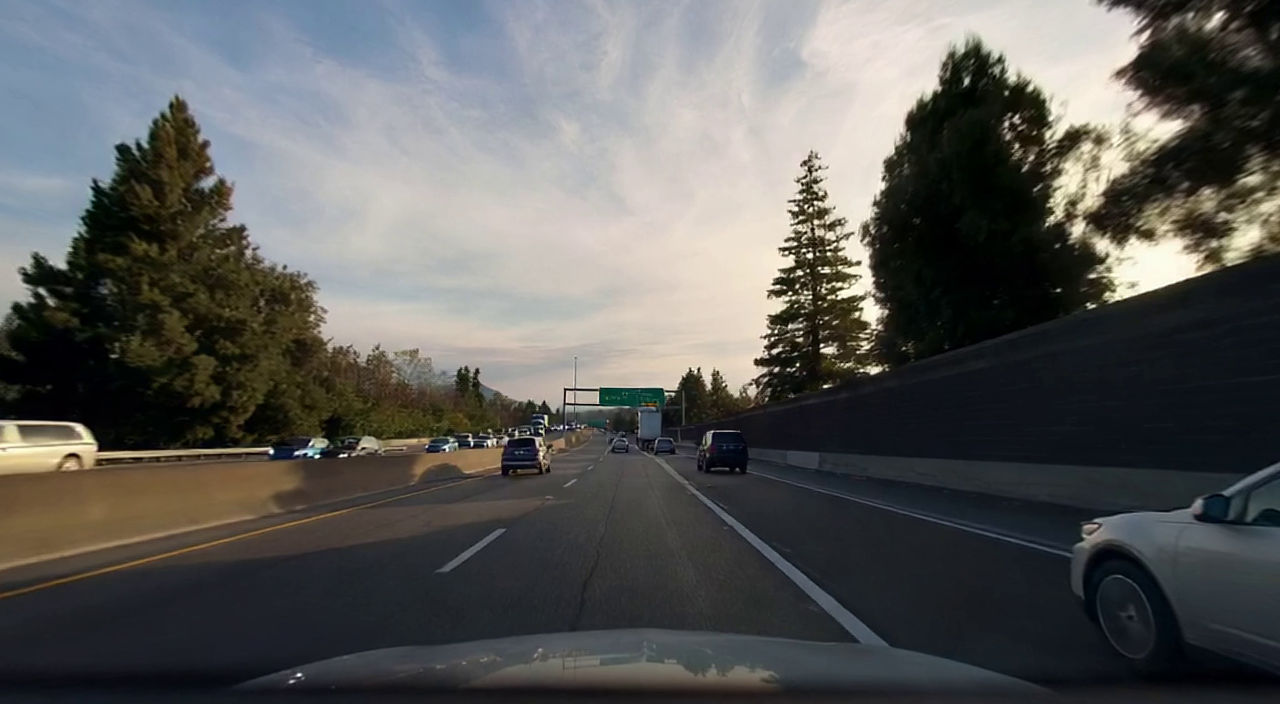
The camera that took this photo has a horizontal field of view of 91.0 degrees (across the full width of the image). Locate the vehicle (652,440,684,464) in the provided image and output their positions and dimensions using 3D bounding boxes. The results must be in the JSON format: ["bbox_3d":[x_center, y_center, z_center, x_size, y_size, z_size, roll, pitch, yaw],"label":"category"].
[{"bbox_3d":[1.701,6.199,39.167,1.844,1.462,3.736,0,-8,0],"label":"vehicle"}]

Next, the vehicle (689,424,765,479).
[{"bbox_3d":[3.269,3.902,24.990,2.207,1.937,5.610,0,-8,0],"label":"vehicle"}]

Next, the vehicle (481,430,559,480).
[{"bbox_3d":[-4.384,3.824,23.652,2.058,1.689,4.315,0,-8,0],"label":"vehicle"}]

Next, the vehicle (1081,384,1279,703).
[{"bbox_3d":[3.695,0.727,1.474,2.127,1.497,4.445,0,-8,1],"label":"vehicle"}]

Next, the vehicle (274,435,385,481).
[{"bbox_3d":[-10.676,3.639,21.949,1.944,1.446,3.739,0,-8,0],"label":"vehicle"}]

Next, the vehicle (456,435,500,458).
[{"bbox_3d":[-11.421,6.739,44.728,1.948,1.538,4.322,0,-8,0],"label":"vehicle"}]
